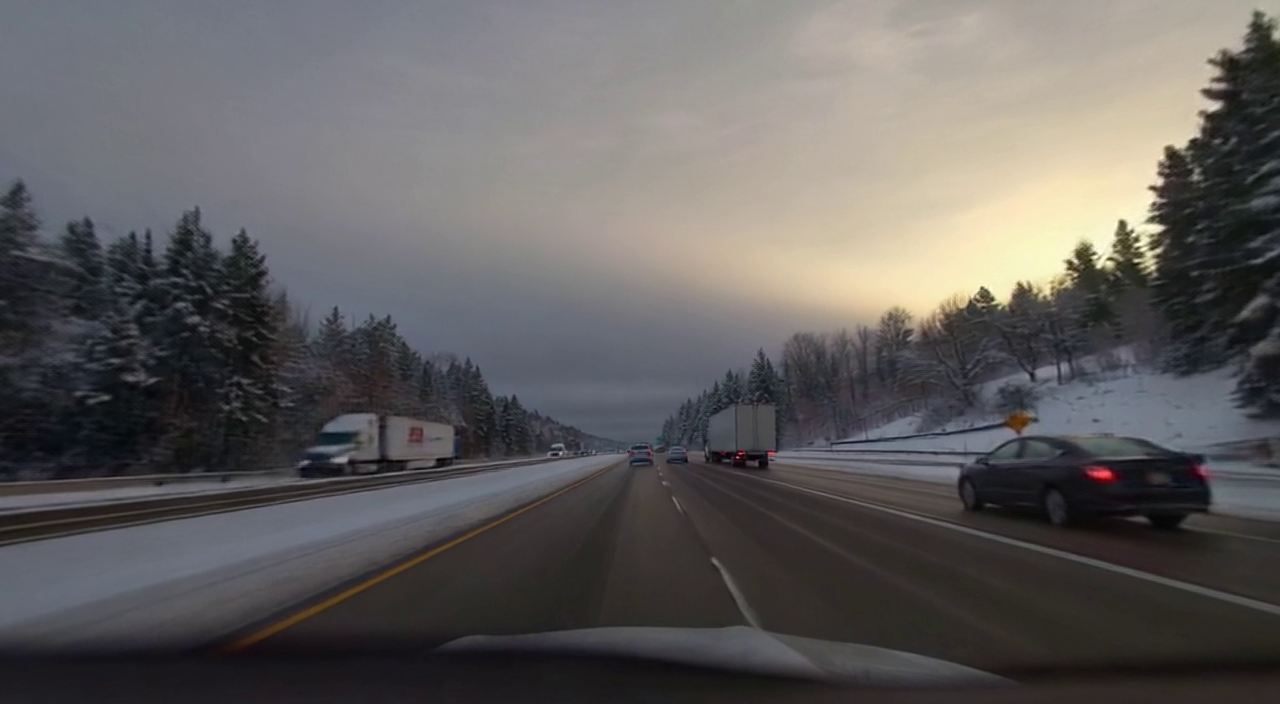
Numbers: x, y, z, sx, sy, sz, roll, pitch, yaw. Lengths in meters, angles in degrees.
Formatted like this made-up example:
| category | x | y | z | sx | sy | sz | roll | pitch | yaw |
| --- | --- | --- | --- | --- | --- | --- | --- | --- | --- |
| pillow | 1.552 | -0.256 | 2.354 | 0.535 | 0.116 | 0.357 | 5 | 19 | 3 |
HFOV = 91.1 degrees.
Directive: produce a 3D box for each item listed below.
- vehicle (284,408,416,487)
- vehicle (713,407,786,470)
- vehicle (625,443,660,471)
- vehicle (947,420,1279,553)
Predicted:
| category | x | y | z | sx | sy | sz | roll | pitch | yaw |
| --- | --- | --- | --- | --- | --- | --- | --- | --- | --- |
| vehicle | -16.824 | 5.729 | 37.645 | 2.898 | 4.029 | 10.158 | 0 | -9 | 1 |
| vehicle | 7.936 | 6.718 | 47.902 | 3.044 | 4.073 | 14.016 | 0 | -9 | 0 |
| vehicle | 0.151 | 6.659 | 39.983 | 2.114 | 1.706 | 4.106 | 0 | -9 | 0 |
| vehicle | 7.247 | 2.050 | 10.267 | 2.011 | 1.638 | 4.737 | 0 | -9 | 0 |
